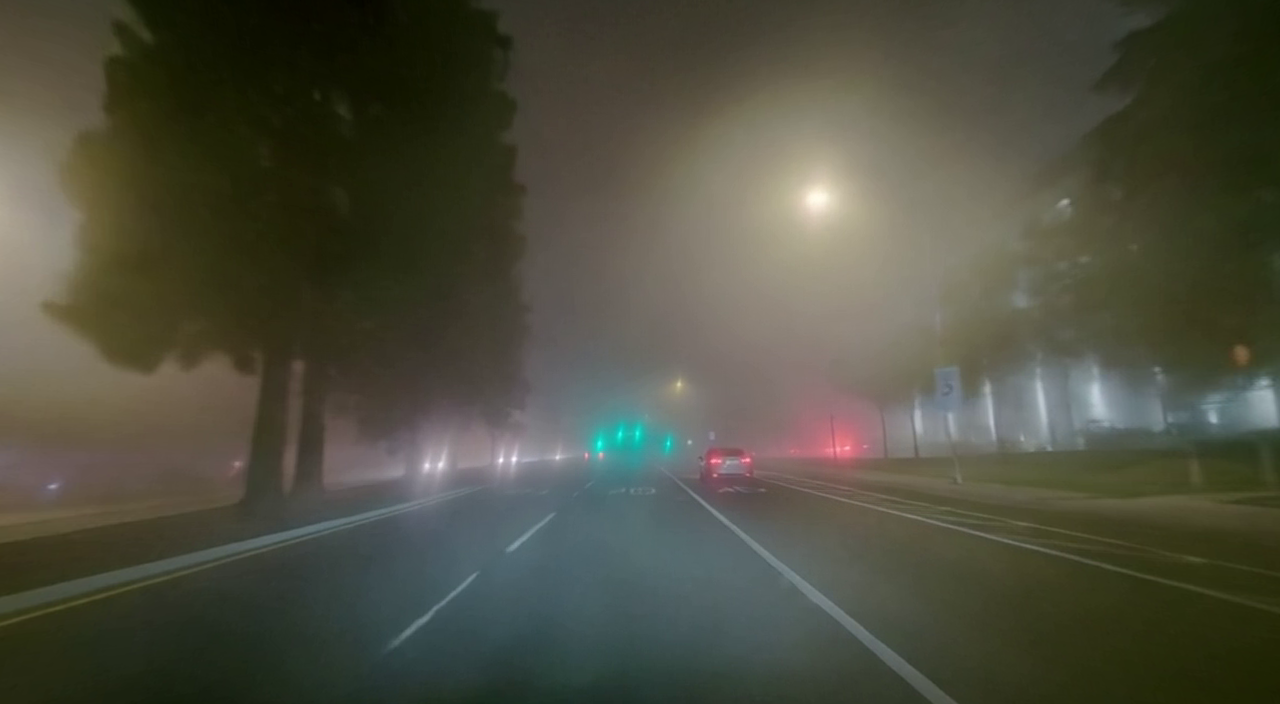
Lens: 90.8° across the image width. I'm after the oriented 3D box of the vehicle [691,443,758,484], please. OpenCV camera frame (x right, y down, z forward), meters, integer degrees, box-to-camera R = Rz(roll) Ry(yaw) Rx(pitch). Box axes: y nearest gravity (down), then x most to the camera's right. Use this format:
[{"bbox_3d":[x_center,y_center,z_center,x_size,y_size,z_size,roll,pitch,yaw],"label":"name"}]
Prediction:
[{"bbox_3d":[3.240,4.365,25.073,1.966,1.449,4.290,0,-9,-1],"label":"vehicle"}]
